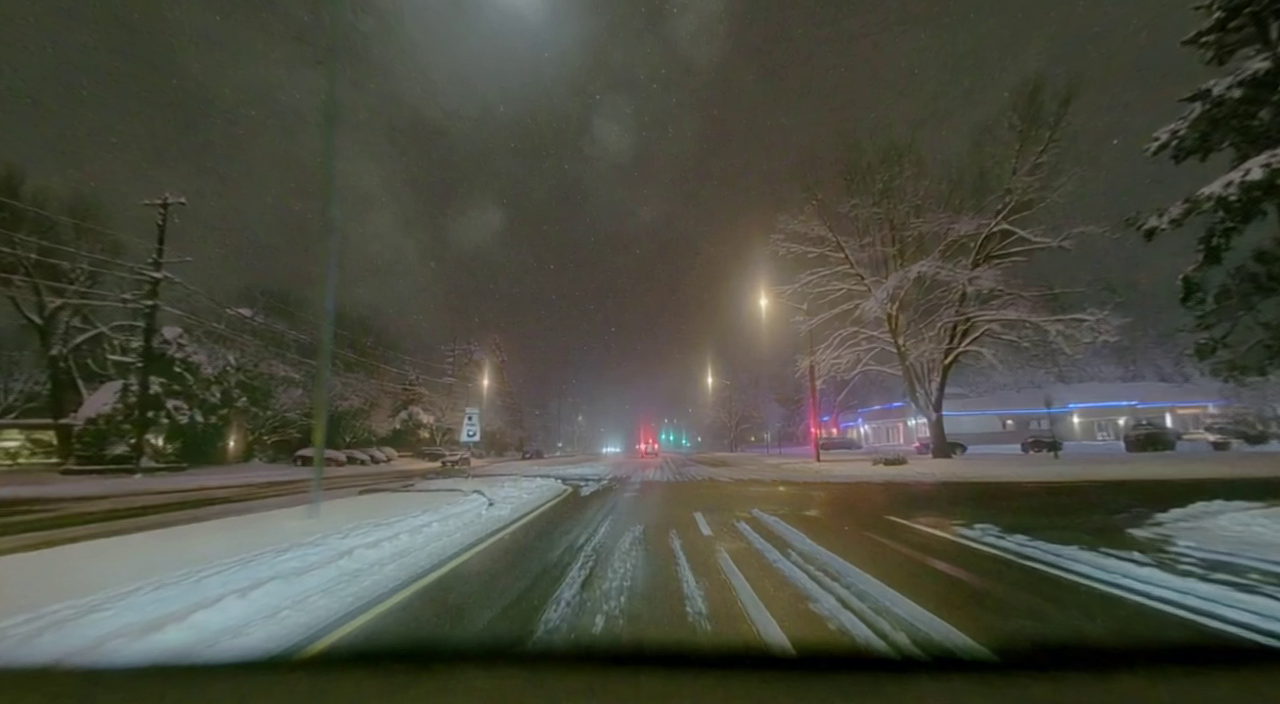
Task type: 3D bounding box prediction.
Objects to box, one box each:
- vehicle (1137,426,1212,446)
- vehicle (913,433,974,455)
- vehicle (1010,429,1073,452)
[{"bbox_3d":[42.149,6.671,49.821,1.921,1.510,4.683,0,-8,2],"label":"vehicle"},{"bbox_3d":[22.474,6.844,46.920,2.009,1.533,5.047,0,-8,0],"label":"vehicle"},{"bbox_3d":[29.937,6.627,47.114,1.854,1.604,4.333,0,-8,0],"label":"vehicle"}]
